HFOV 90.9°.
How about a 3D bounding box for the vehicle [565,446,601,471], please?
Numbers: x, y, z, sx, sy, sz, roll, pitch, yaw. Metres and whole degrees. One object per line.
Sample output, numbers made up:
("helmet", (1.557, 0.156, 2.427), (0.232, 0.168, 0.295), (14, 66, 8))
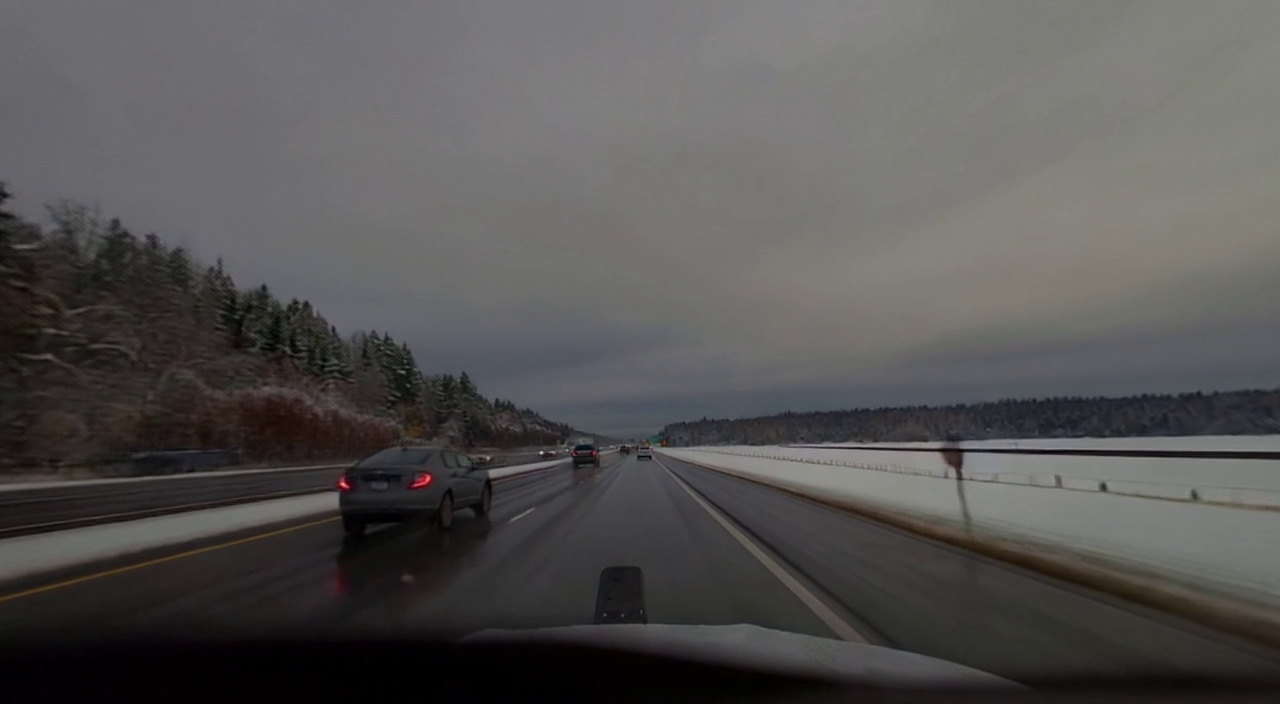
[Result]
("vehicle", (-3.995, 7.538, 44.745), (2.095, 1.664, 4.305), (0, -9, 0))

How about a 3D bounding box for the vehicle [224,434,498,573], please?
("vehicle", (-3.506, 1.970, 8.956), (1.970, 1.483, 4.097), (0, -9, 1))

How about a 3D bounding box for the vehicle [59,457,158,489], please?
("vehicle", (-26.573, 6.031, 31.682), (1.697, 1.495, 3.700), (0, -9, 0))
